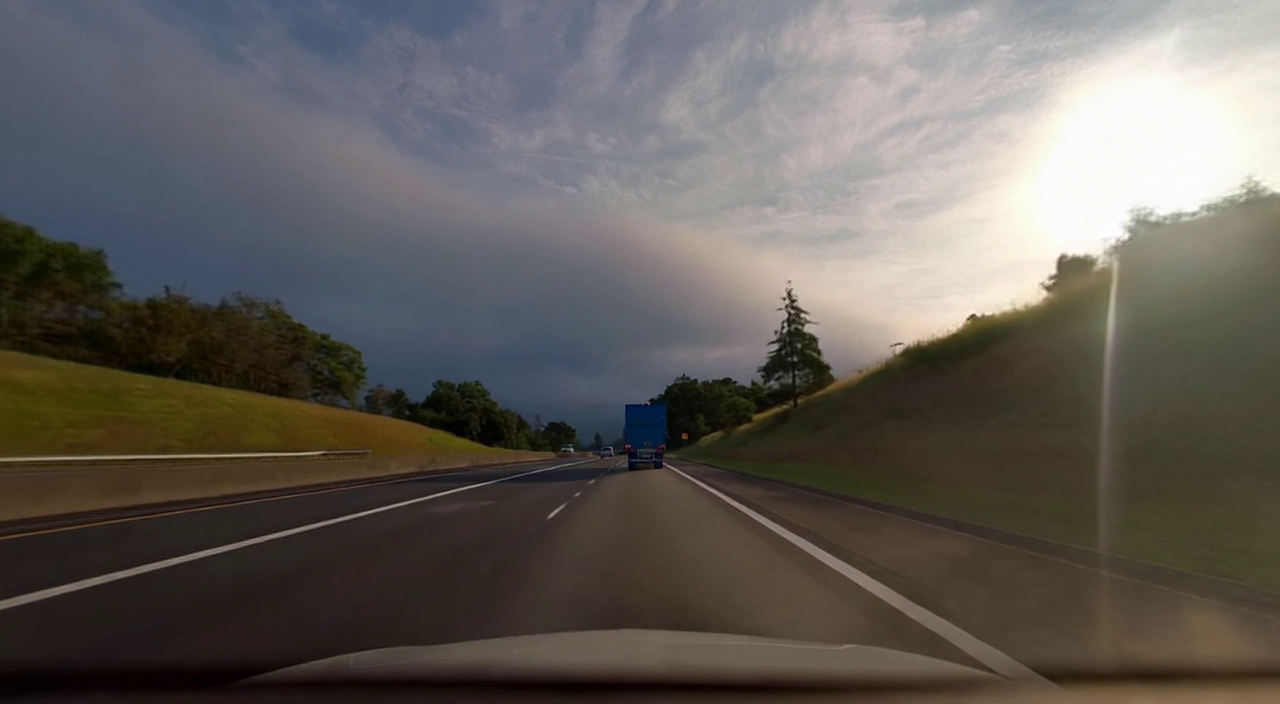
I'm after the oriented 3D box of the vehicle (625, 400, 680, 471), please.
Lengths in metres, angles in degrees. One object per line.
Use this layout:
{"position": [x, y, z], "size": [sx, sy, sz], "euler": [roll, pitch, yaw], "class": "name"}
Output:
{"position": [0.580, 5.567, 41.138], "size": [3.055, 4.009, 10.972], "euler": [0, -9, -1], "class": "vehicle"}
